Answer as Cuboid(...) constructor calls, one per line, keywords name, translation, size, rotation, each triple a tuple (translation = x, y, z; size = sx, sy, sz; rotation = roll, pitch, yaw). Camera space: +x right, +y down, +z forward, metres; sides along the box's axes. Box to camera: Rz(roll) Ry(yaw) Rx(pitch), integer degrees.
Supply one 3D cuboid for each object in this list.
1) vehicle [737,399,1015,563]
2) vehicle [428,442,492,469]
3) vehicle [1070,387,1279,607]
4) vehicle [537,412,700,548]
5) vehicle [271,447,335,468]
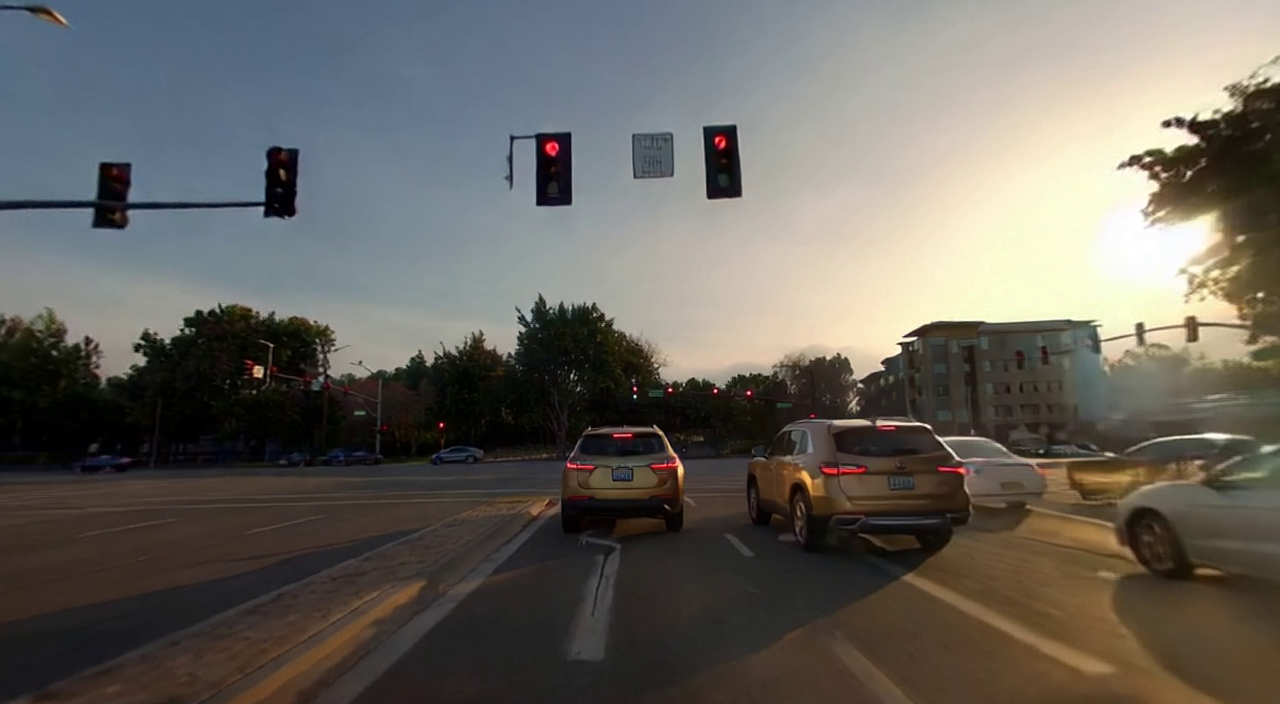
Cuboid(name="vehicle", translation=(2.969, 1.755, 9.272), size=(2.228, 1.798, 4.370), rotation=(0, -8, -2))
Cuboid(name="vehicle", translation=(-12.218, 6.942, 42.752), size=(4.318, 1.712, 2.188), rotation=(-8, -12, 43))
Cuboid(name="vehicle", translation=(6.155, 1.129, 4.847), size=(2.049, 1.743, 5.146), rotation=(0, -8, 0))
Cuboid(name="vehicle", translation=(-0.305, 1.920, 10.082), size=(2.039, 1.698, 4.144), rotation=(0, -8, -1))
Cuboid(name="vehicle", translation=(-26.521, 8.305, 49.727), size=(4.253, 1.610, 1.800), rotation=(-3, -9, 16))
